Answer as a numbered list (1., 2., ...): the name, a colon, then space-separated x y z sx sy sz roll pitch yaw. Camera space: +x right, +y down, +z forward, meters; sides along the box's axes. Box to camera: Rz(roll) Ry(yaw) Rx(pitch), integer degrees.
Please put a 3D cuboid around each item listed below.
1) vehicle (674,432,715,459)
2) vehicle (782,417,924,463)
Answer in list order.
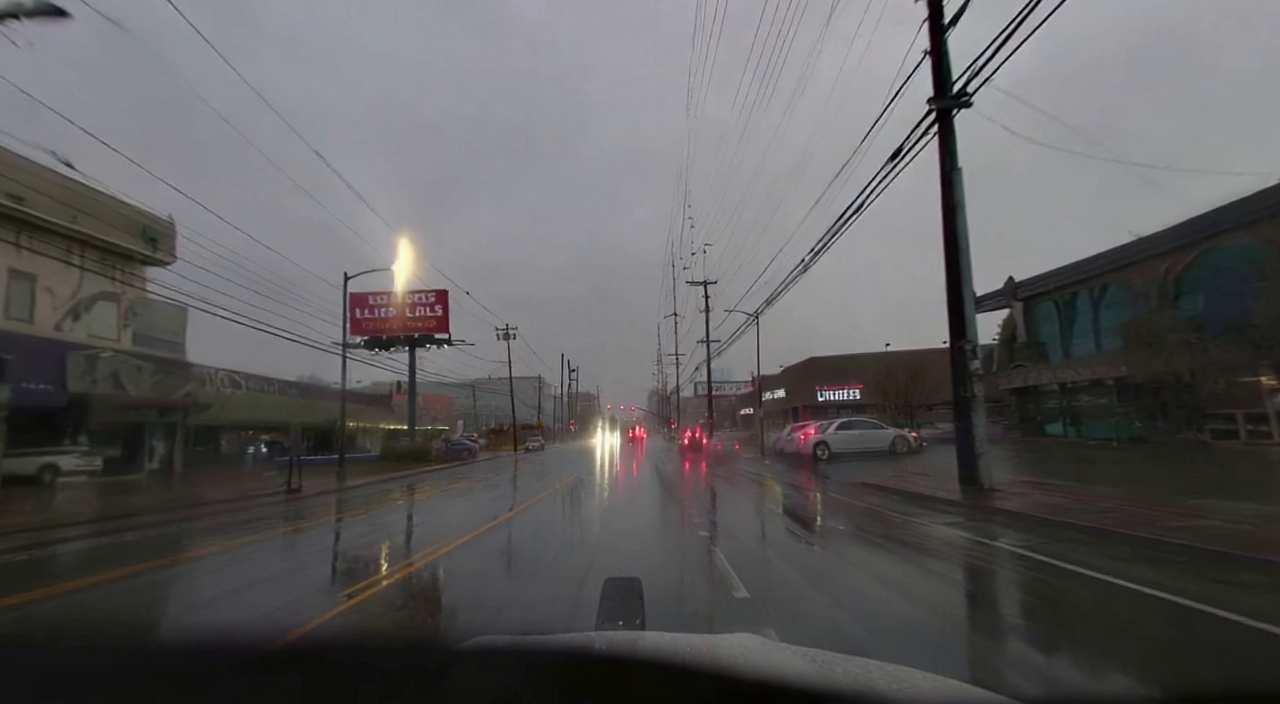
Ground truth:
1. vehicle: 3.171 5.534 37.391 1.926 1.482 4.442 0 -8 -1
2. vehicle: 9.873 4.134 29.711 5.771 2.013 2.414 -1 -8 -1
